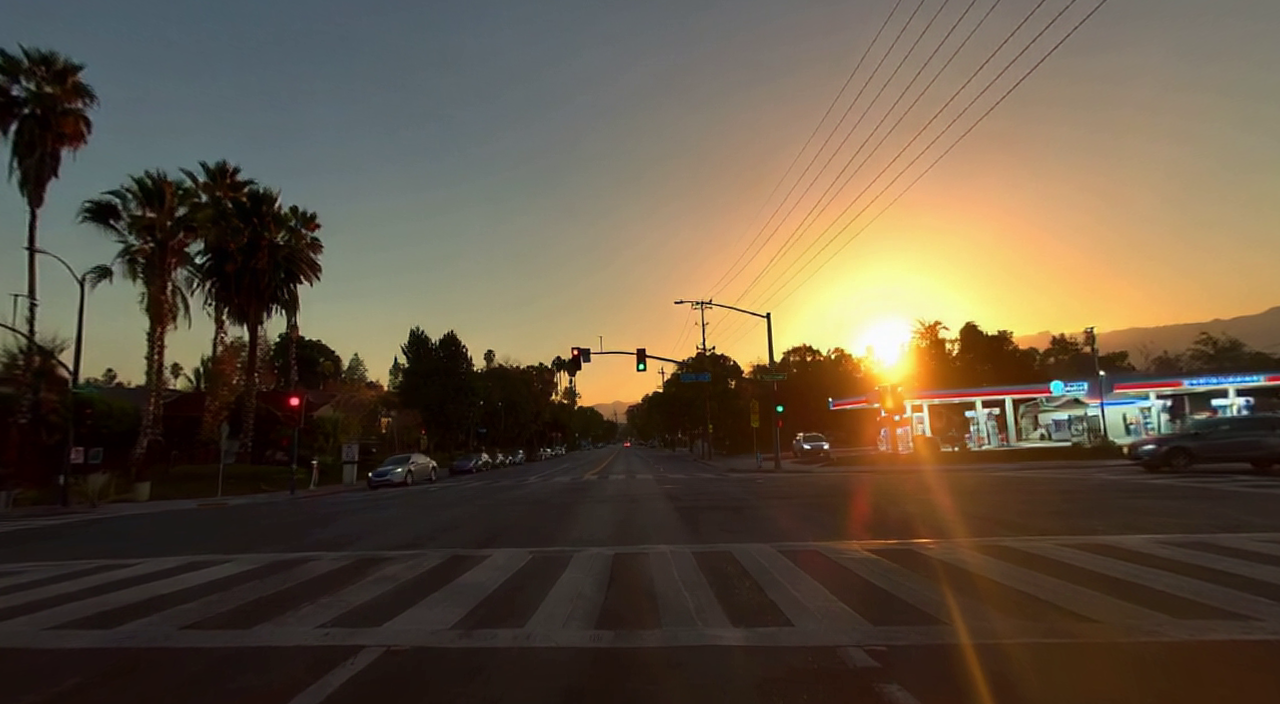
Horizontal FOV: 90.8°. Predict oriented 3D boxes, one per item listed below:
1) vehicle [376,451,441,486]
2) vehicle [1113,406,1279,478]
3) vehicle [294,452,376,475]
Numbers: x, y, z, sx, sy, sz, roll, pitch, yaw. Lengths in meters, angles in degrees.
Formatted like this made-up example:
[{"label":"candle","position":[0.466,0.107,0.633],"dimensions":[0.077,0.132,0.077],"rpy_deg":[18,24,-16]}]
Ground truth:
[{"label":"vehicle","position":[-13.040,6.554,35.944],"dimensions":[2.009,1.777,4.559],"rpy_deg":[0,-9,-1]},{"label":"vehicle","position":[16.274,2.460,17.280],"dimensions":[5.086,1.817,1.952],"rpy_deg":[0,-9,-3]},{"label":"vehicle","position":[-20.948,7.685,43.509],"dimensions":[4.672,1.469,1.816],"rpy_deg":[-1,-9,-2]}]
